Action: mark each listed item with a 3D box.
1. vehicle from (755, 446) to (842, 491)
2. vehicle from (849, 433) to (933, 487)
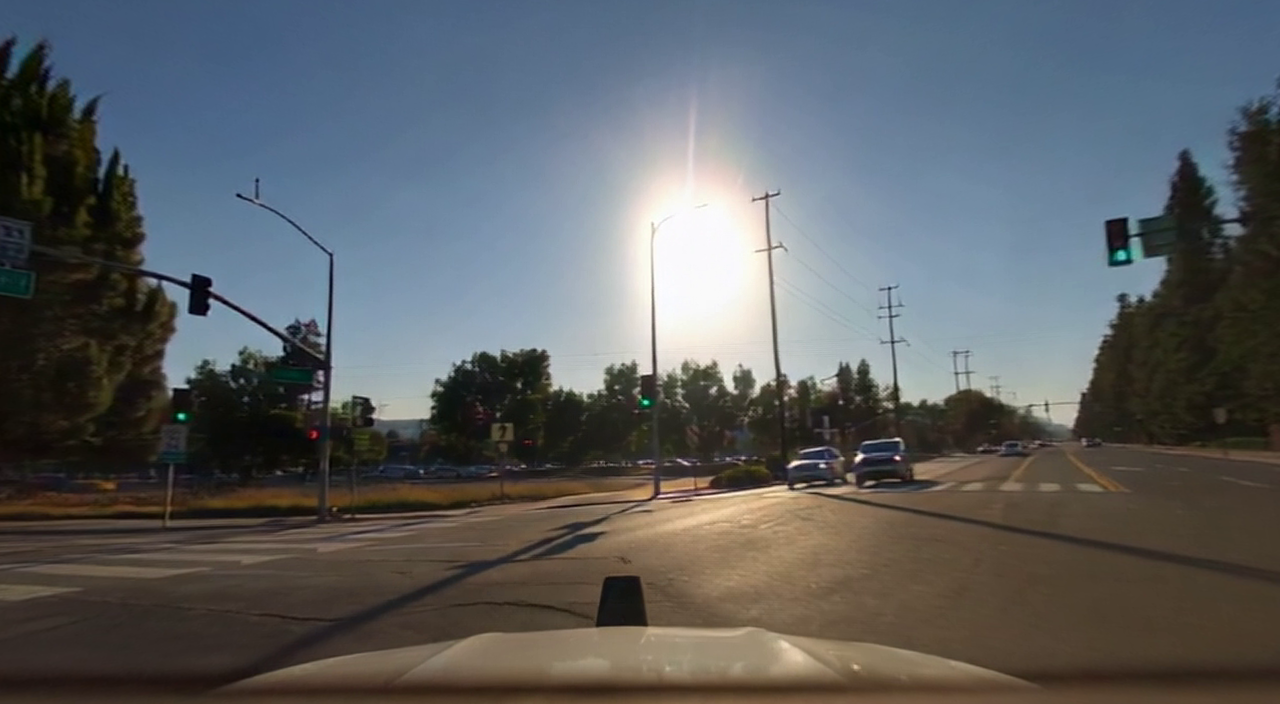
[{"bbox_3d":[6.032,4.288,23.517,2.029,1.504,4.293,-5,-10,29],"label":"vehicle"},{"bbox_3d":[9.053,3.811,22.429,2.090,1.697,4.341,-5,-10,29],"label":"vehicle"}]
